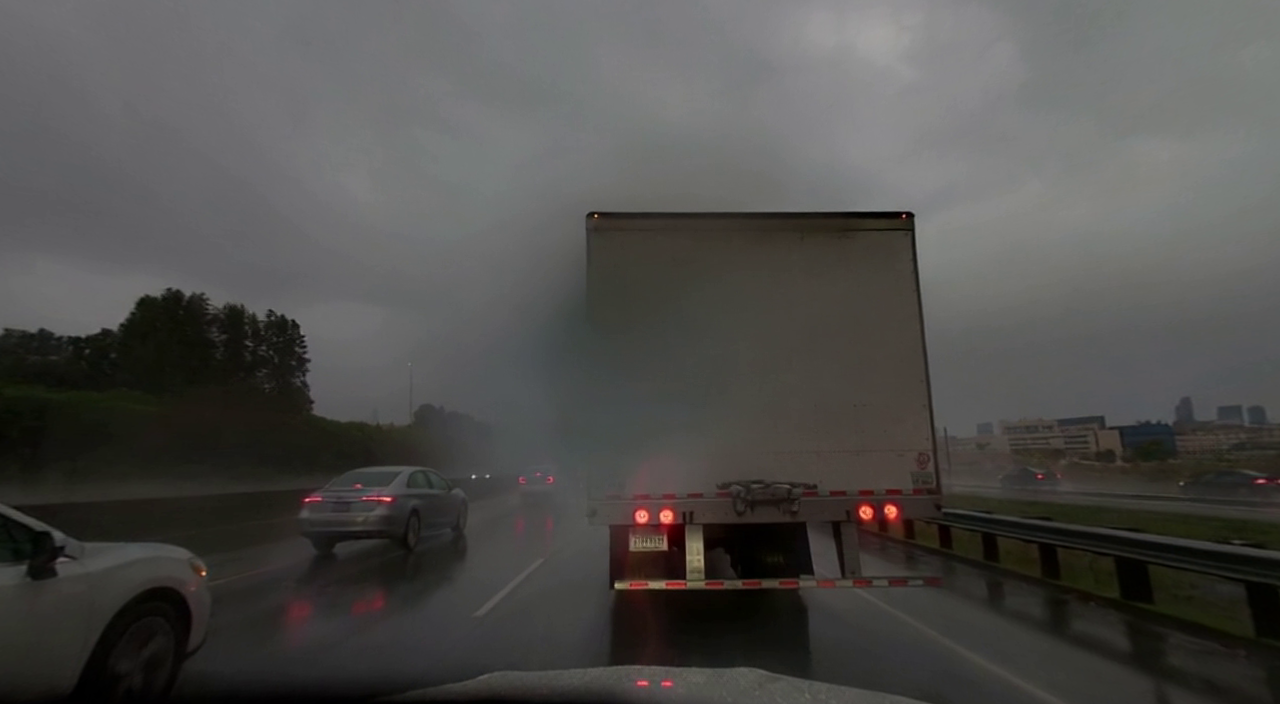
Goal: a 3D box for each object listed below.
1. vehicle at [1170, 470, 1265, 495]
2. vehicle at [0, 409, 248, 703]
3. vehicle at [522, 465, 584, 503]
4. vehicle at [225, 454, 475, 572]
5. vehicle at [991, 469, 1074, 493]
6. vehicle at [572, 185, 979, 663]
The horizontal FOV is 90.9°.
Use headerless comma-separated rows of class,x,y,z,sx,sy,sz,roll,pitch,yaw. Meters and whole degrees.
vehicle,36.246,8.190,39.607,3.974,1.485,1.709,-1,-11,7
vehicle,-3.467,0.804,1.486,1.983,1.509,4.679,0,-11,1
vehicle,-3.687,5.698,27.405,1.964,1.482,4.371,0,-11,1
vehicle,-4.295,2.471,10.313,1.946,1.469,4.431,1,-11,0
vehicle,25.917,8.548,41.758,4.299,1.465,1.807,-4,-11,22
vehicle,0.927,1.214,8.977,2.831,3.529,8.689,1,-11,0
